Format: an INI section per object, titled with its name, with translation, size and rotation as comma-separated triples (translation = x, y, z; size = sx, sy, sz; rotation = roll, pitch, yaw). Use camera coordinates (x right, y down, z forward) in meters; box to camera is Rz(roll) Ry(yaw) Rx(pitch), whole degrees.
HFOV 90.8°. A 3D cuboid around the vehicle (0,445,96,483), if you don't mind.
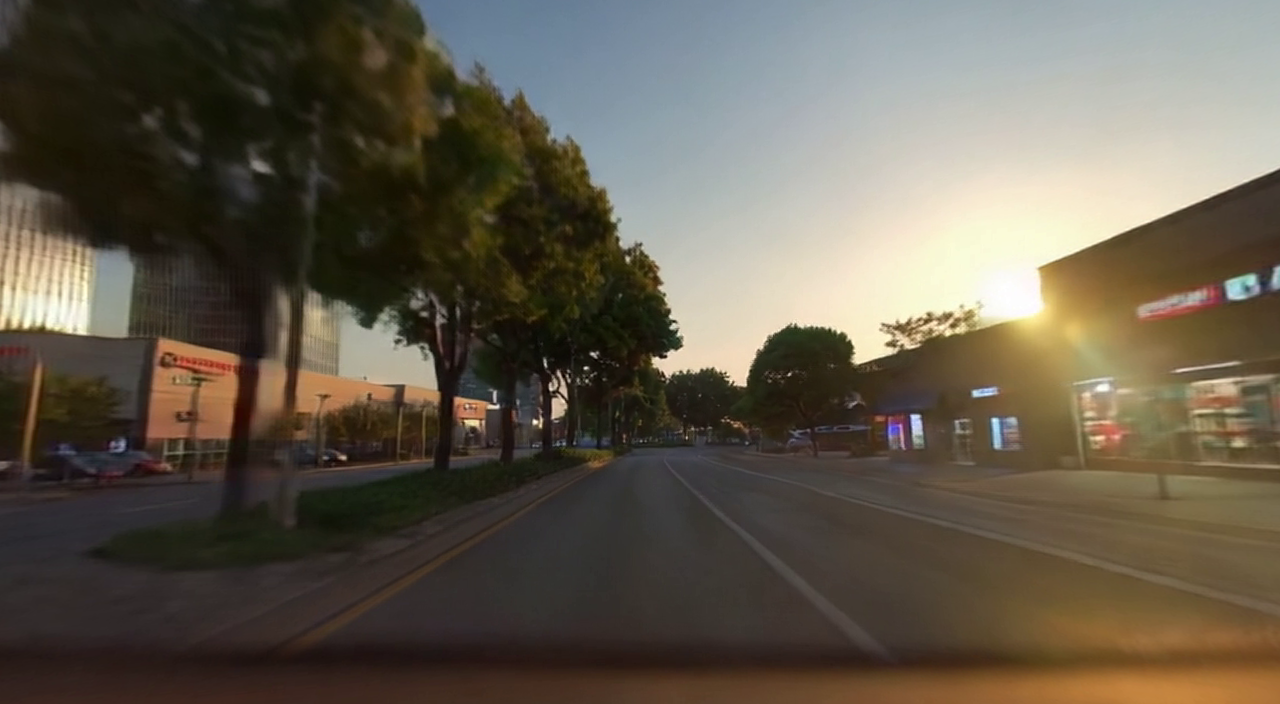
[vehicle]
translation = -29.445, 5.430, 30.512
size = 4.470, 1.480, 1.989
rotation = -4, -10, -1
